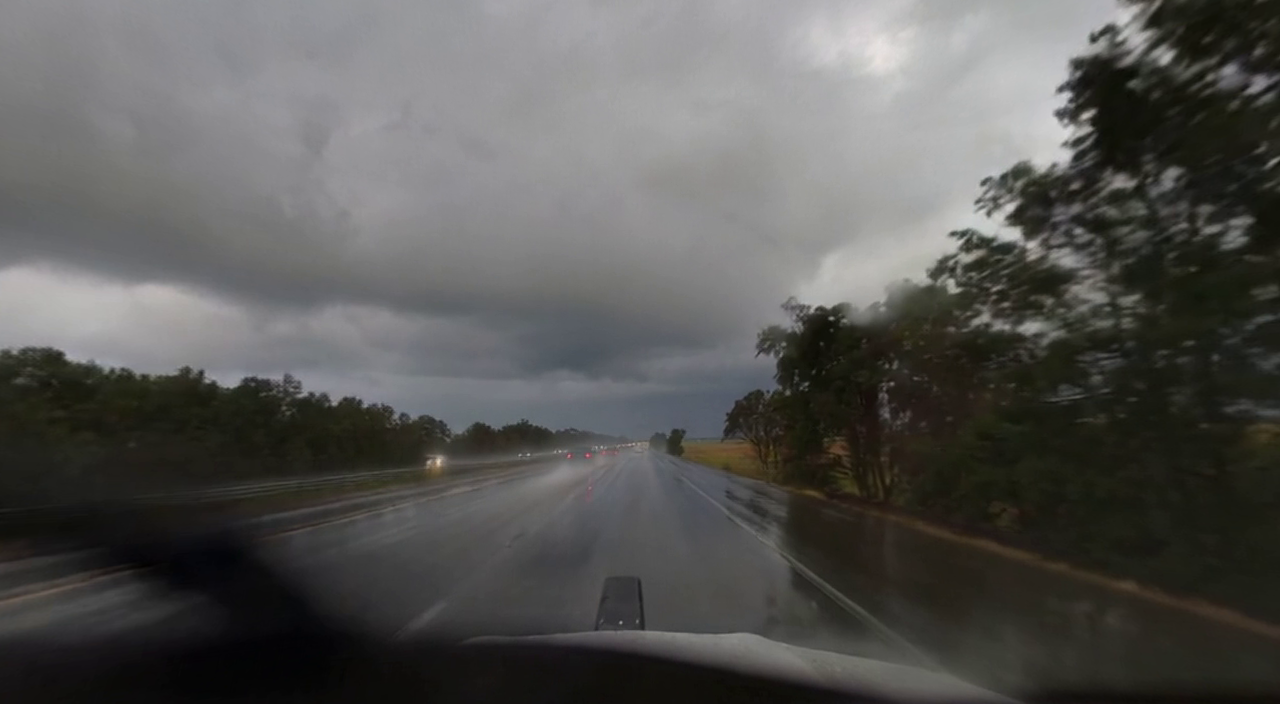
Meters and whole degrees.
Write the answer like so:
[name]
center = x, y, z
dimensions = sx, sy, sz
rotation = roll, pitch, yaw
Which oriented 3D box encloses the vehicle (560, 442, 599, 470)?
[vehicle]
center = -3.975, 6.937, 42.184
dimensions = 2.132, 1.701, 4.303
rotation = 0, -9, 1
